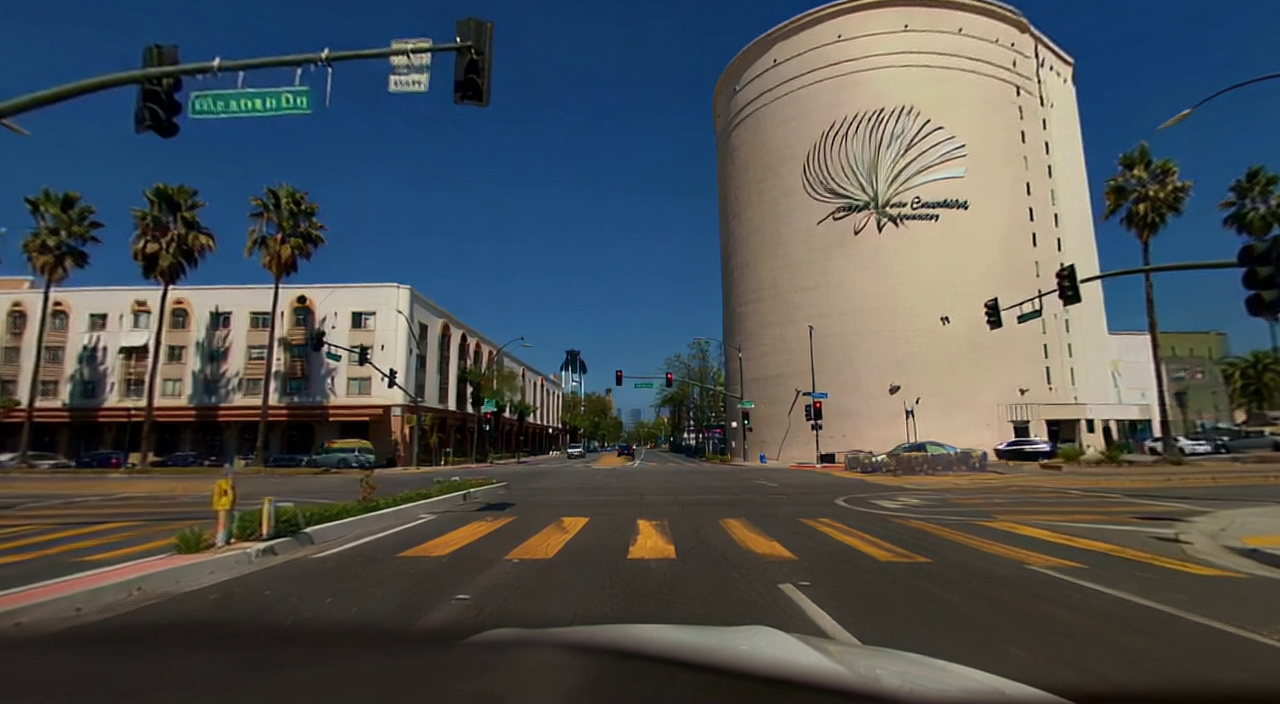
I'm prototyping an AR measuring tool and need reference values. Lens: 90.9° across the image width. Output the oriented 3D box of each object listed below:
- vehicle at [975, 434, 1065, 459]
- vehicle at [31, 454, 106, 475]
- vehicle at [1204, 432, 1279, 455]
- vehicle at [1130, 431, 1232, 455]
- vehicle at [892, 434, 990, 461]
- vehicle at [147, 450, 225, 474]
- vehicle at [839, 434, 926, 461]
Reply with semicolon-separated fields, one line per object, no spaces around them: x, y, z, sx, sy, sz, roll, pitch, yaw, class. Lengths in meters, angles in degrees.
23.714;5.914;39.418;4.423;1.465;1.798;0;-8;1;vehicle
-41.431;8.161;45.726;3.698;1.467;1.779;0;-8;1;vehicle
42.293;6.346;43.715;4.437;1.469;1.811;0;-8;0;vehicle
33.380;5.620;38.989;4.567;1.458;1.791;0;-8;1;vehicle
17.112;5.438;35.959;4.684;1.461;1.777;0;-8;-1;vehicle
-32.864;7.945;45.675;4.136;1.661;1.857;0;-8;1;vehicle
15.190;6.015;39.663;4.648;1.665;1.910;0;-8;0;vehicle
